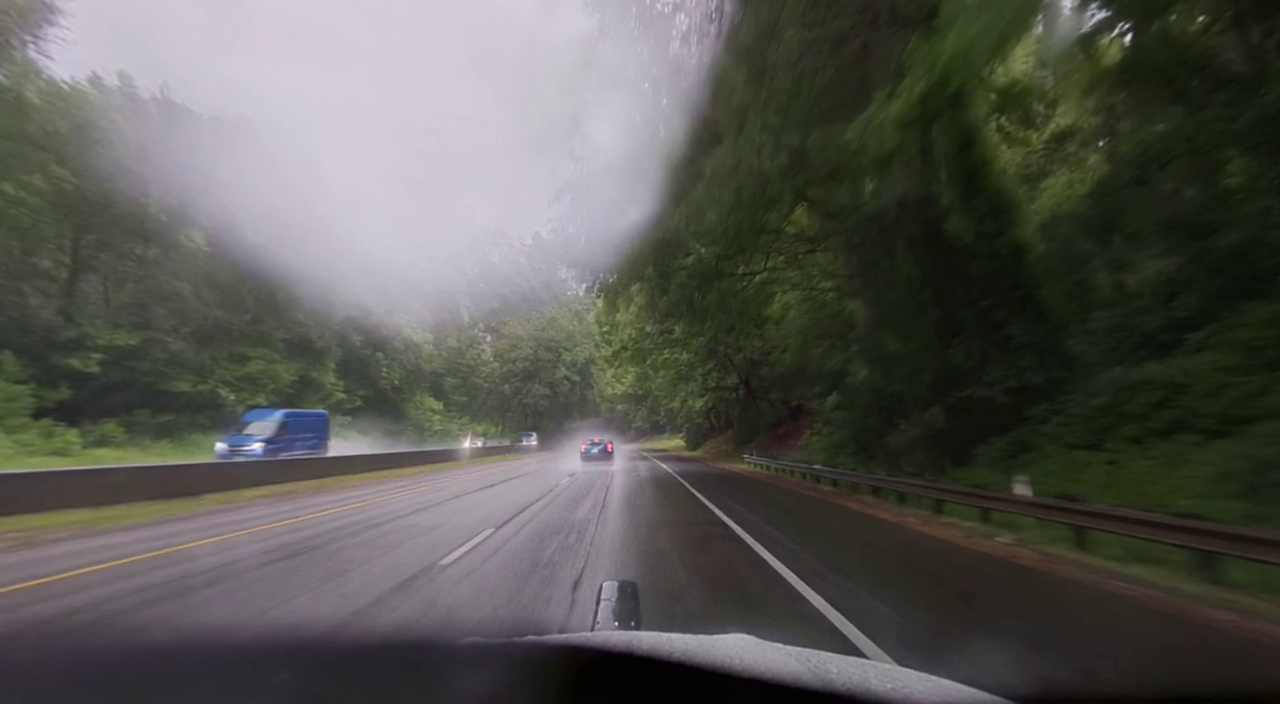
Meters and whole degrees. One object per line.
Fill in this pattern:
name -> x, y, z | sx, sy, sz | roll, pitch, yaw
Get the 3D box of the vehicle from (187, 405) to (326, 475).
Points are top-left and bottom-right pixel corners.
vehicle -> -15.670, 3.655, 26.228 | 2.406, 2.571, 5.511 | 0, -8, -2

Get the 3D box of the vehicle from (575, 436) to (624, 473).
vehicle -> -1.753, 4.563, 28.325 | 2.004, 1.515, 3.968 | 0, -8, -1
